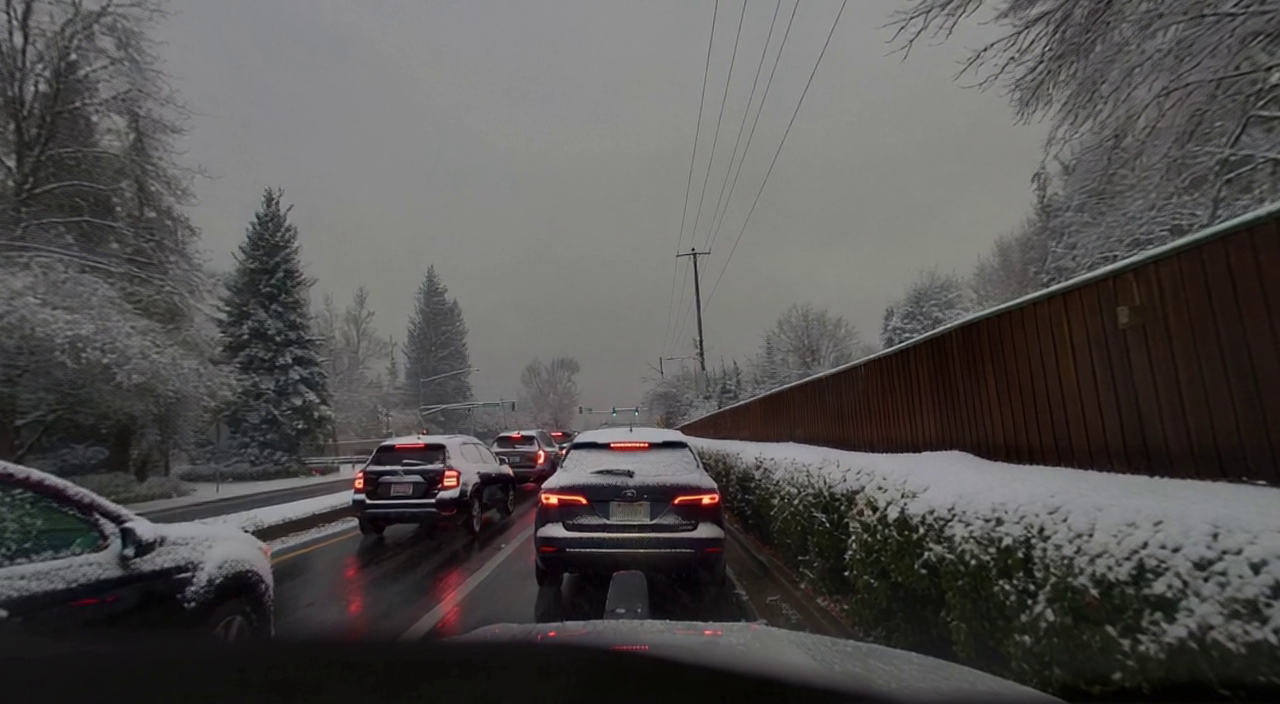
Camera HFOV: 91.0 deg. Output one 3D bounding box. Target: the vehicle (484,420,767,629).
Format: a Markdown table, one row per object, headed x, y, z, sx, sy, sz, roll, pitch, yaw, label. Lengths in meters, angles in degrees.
| x | y | z | sx | sy | sz | roll | pitch | yaw | label |
| --- | --- | --- | --- | --- | --- | --- | --- | --- | --- |
| -0.132 | 1.506 | 6.449 | 1.995 | 1.460 | 3.865 | 0 | -8 | -1 | vehicle |

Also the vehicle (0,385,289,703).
| x | y | z | sx | sy | sz | roll | pitch | yaw | label |
| --- | --- | --- | --- | --- | --- | --- | --- | --- | --- |
| -3.208 | 0.794 | 1.582 | 1.980 | 1.520 | 4.636 | 0 | -8 | 0 | vehicle |

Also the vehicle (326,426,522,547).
| x | y | z | sx | sy | sz | roll | pitch | yaw | label |
| --- | --- | --- | --- | --- | --- | --- | --- | --- | --- |
| -3.221 | 2.063 | 10.255 | 1.850 | 1.582 | 3.688 | 0 | -8 | 0 | vehicle |
